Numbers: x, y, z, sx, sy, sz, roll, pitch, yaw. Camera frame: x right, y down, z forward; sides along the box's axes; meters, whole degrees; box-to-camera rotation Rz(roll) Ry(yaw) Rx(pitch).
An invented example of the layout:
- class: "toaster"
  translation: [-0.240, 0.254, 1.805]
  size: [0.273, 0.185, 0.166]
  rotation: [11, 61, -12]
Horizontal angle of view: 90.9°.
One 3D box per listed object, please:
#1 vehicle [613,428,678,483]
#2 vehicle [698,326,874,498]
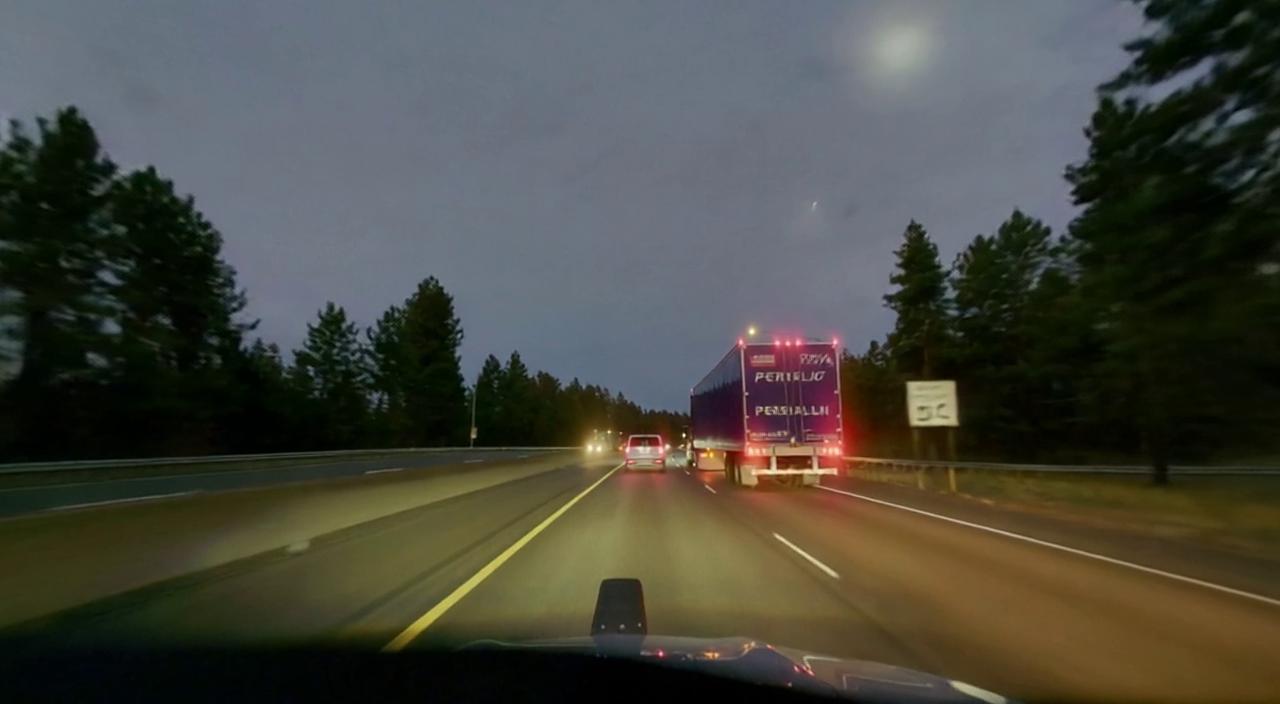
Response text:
- class: "vehicle"
  translation: [0.214, 3.886, 24.019]
  size: [2.222, 1.848, 4.610]
  rotation: [0, -8, 1]
- class: "vehicle"
  translation: [4.257, 2.619, 23.551]
  size: [2.899, 4.160, 16.621]
  rotation: [0, -8, 1]
